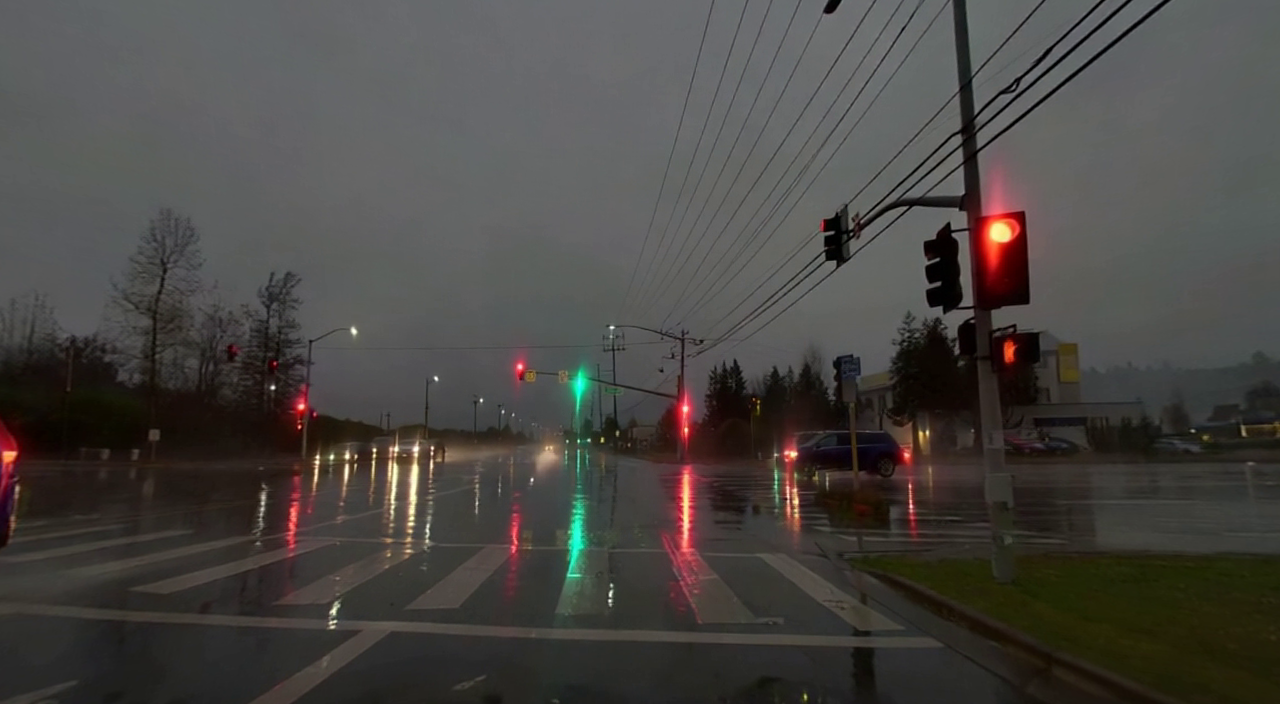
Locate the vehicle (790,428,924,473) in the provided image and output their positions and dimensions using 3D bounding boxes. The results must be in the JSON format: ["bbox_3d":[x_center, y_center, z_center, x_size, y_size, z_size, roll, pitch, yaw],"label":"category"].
[{"bbox_3d":[8.695,4.015,25.726,4.884,1.714,2.021,-2,-9,12],"label":"vehicle"}]
